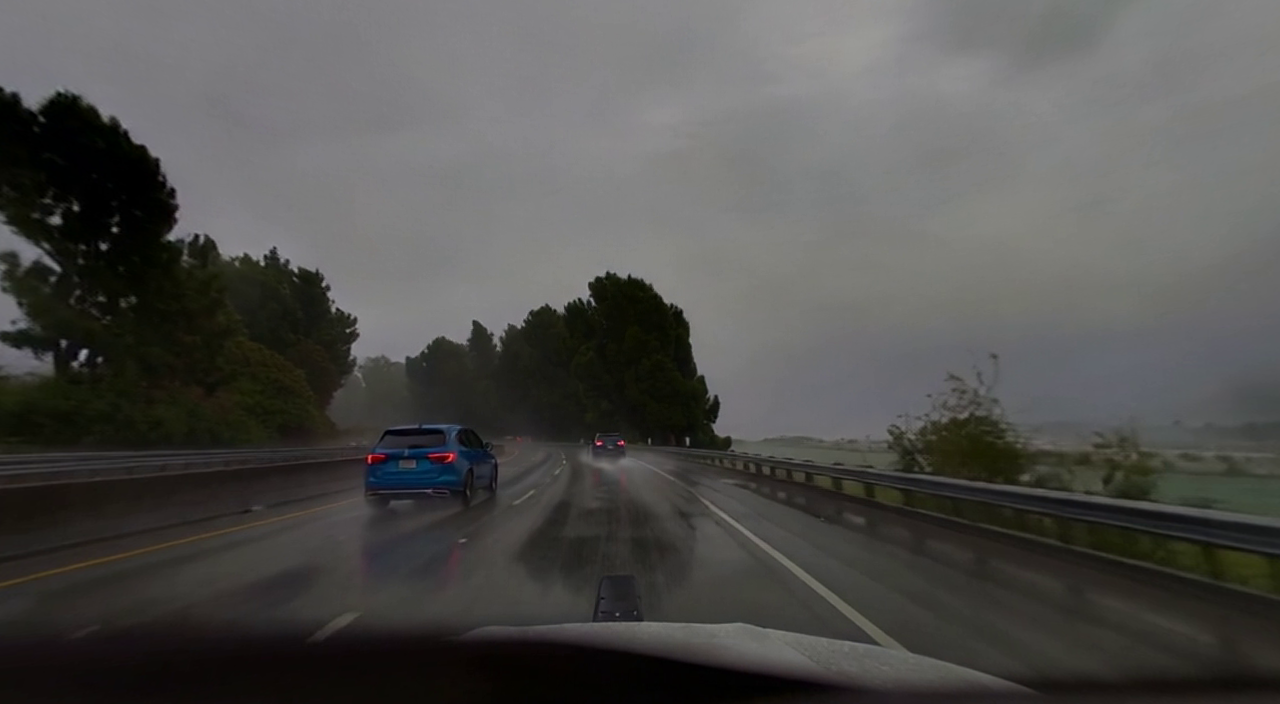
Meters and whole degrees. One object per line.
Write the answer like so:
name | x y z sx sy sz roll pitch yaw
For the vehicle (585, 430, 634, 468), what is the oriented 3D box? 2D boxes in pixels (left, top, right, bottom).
vehicle | -1.688 5.092 33.377 2.452 1.857 4.022 1 -8 -5

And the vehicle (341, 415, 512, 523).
vehicle | -4.162 2.339 13.290 2.053 1.847 4.760 0 -8 -2
